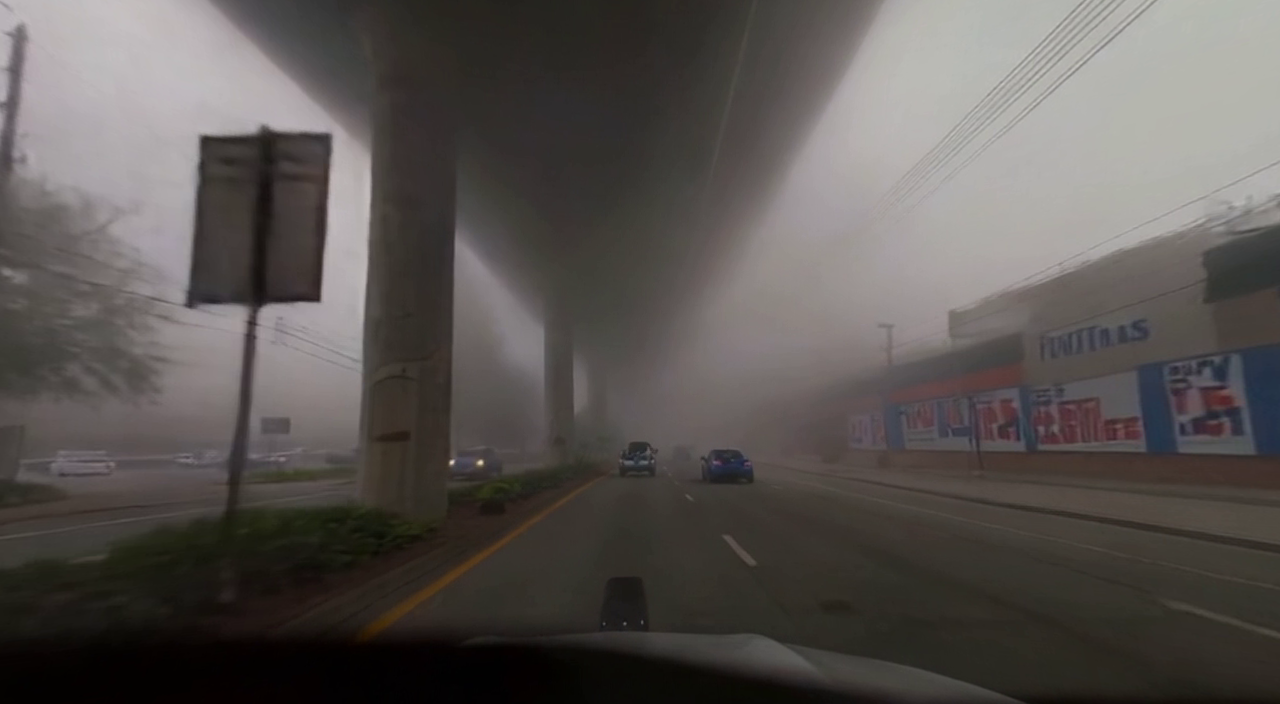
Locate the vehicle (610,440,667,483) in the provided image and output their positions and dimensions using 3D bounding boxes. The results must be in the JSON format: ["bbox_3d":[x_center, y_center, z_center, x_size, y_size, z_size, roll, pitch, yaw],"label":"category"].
[{"bbox_3d":[-0.017,5.001,28.952,2.441,1.813,4.581,0,-9,1],"label":"vehicle"}]

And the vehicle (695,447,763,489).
[{"bbox_3d":[3.384,4.509,24.800,1.954,1.479,4.557,0,-9,-1],"label":"vehicle"}]

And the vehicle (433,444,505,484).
[{"bbox_3d":[-8.353,5.502,31.284,2.137,1.811,4.549,-1,-9,2],"label":"vehicle"}]
